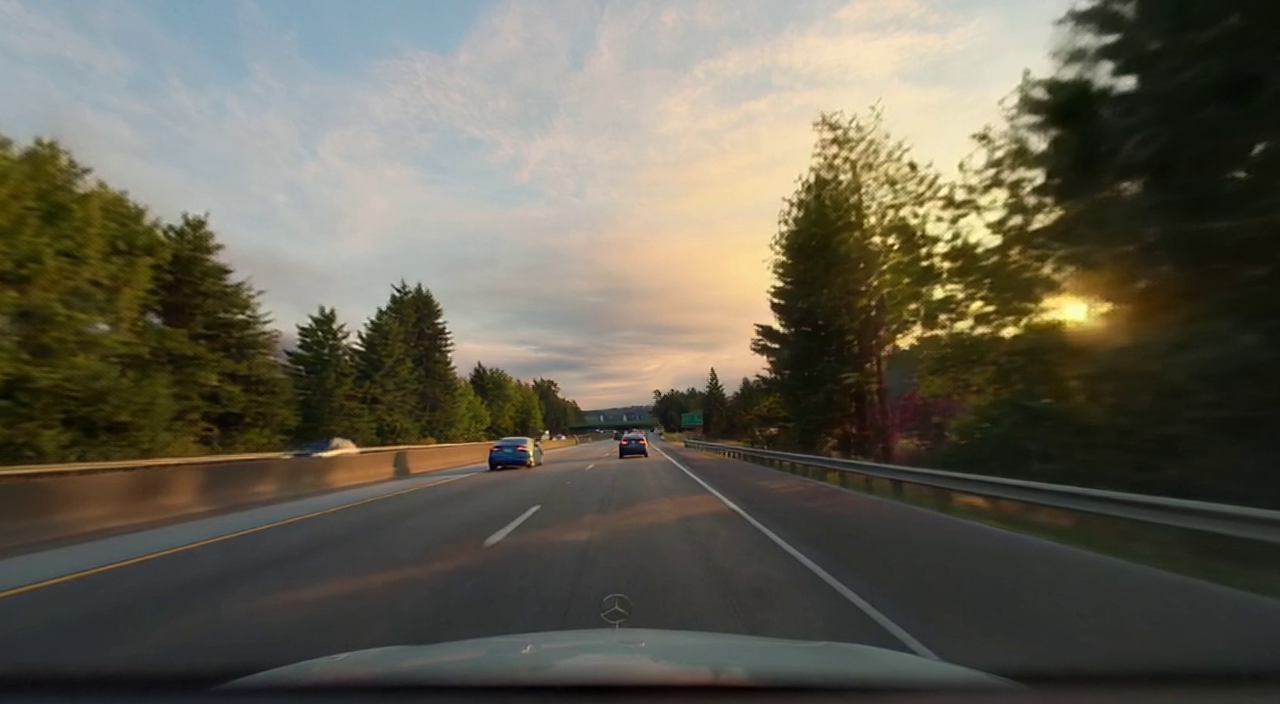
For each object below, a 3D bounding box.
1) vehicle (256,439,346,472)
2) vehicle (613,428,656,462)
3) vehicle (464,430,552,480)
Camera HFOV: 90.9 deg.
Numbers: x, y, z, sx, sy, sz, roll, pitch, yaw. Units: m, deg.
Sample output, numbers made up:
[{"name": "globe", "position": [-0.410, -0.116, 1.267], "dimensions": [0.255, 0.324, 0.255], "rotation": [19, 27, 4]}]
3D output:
[{"name": "vehicle", "position": [-16.142, 4.913, 30.301], "dimensions": [1.790, 1.459, 4.542], "rotation": [0, -8, 0]}, {"name": "vehicle", "position": [-0.290, 4.927, 33.566], "dimensions": [2.134, 1.654, 4.174], "rotation": [0, -8, 0]}, {"name": "vehicle", "position": [-4.290, 3.399, 21.161], "dimensions": [2.030, 1.491, 4.046], "rotation": [0, -8, 1]}]
